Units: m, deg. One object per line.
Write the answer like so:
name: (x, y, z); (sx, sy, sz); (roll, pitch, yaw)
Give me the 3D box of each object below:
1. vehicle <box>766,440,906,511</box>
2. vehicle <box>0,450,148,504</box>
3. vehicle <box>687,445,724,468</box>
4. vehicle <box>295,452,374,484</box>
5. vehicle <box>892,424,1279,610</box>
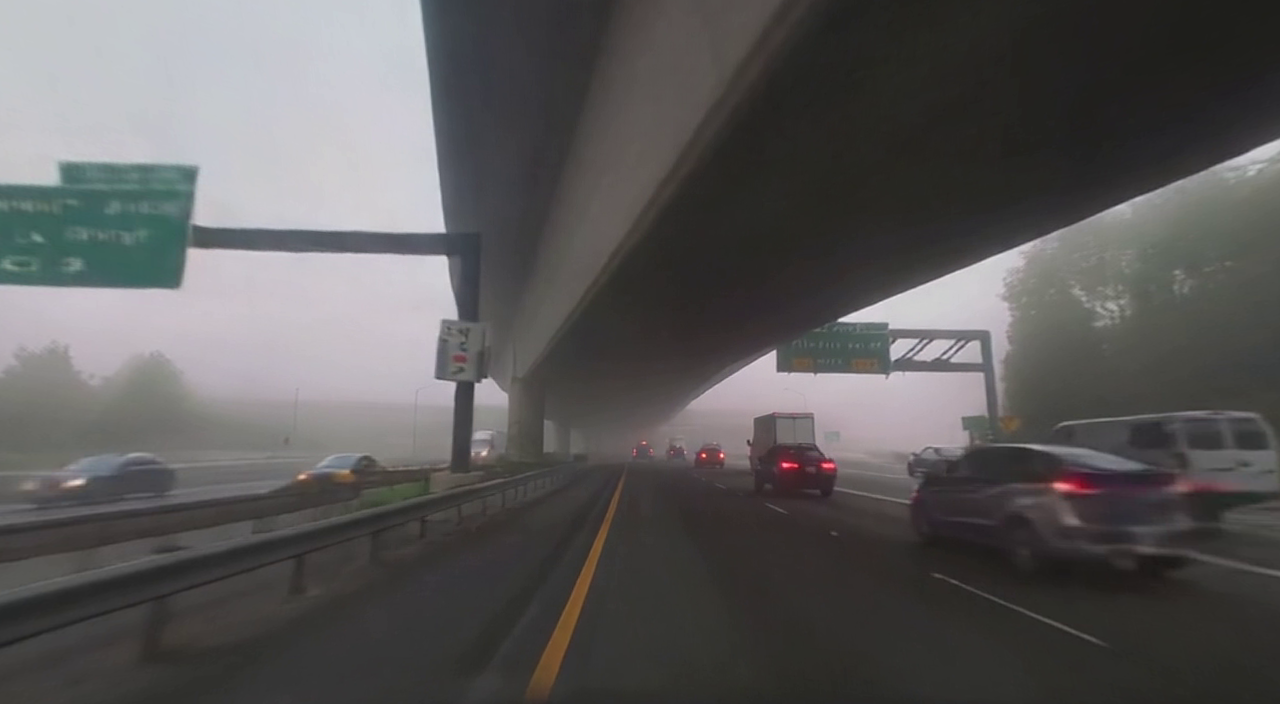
vehicle: (4.647, 2.977, 15.789); (1.927, 1.489, 4.478); (0, -8, -2)
vehicle: (-21.283, 4.575, 23.569); (1.922, 1.747, 4.705); (0, -8, 1)
vehicle: (4.422, 7.163, 43.439); (1.971, 1.453, 4.414); (0, -8, -2)
vehicle: (-15.945, 6.064, 33.258); (1.955, 1.474, 4.489); (0, -8, 0)
vehicle: (5.081, 1.721, 7.698); (1.915, 1.512, 4.812); (0, -8, -1)
